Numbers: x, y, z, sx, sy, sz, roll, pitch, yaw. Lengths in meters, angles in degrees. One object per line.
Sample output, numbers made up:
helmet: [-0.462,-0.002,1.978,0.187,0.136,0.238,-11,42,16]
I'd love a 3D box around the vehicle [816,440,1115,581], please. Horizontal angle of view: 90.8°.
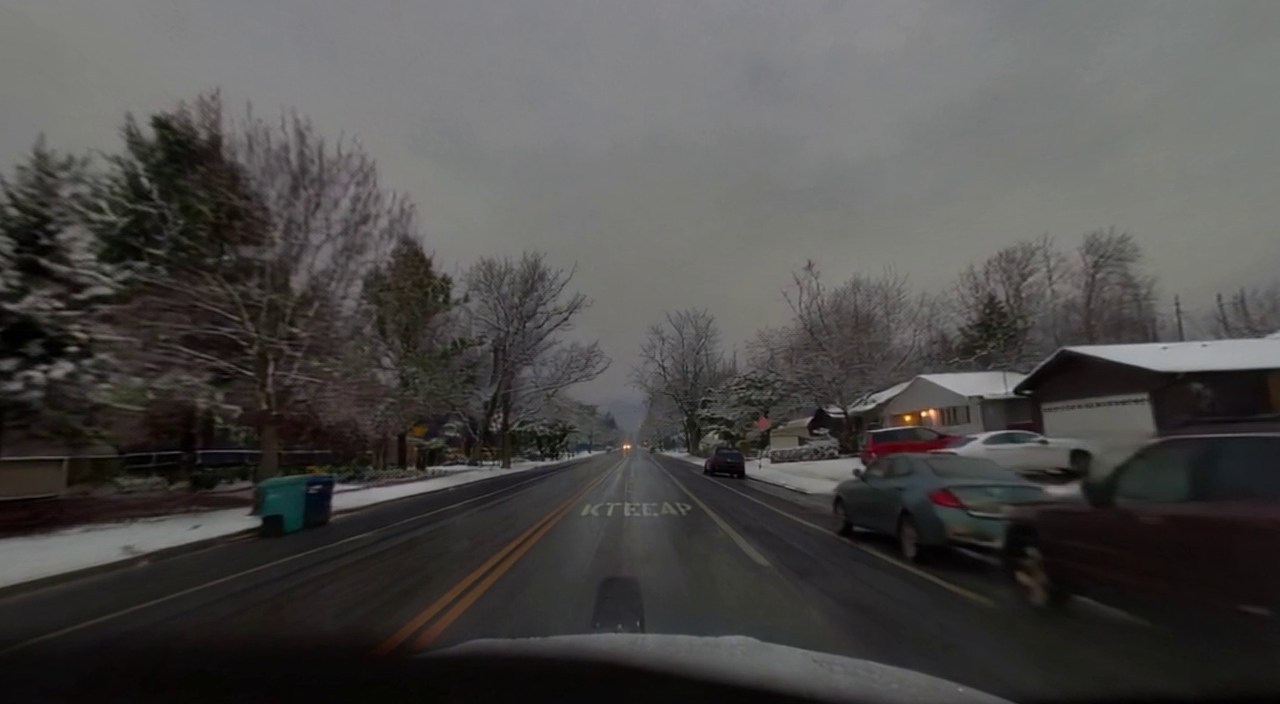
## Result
vehicle: [4.217,2.083,9.210,1.988,1.537,4.350,0,-9,-1]

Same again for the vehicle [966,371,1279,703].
vehicle: [4.187,1.070,3.608,2.032,1.792,4.849,0,-9,0]
